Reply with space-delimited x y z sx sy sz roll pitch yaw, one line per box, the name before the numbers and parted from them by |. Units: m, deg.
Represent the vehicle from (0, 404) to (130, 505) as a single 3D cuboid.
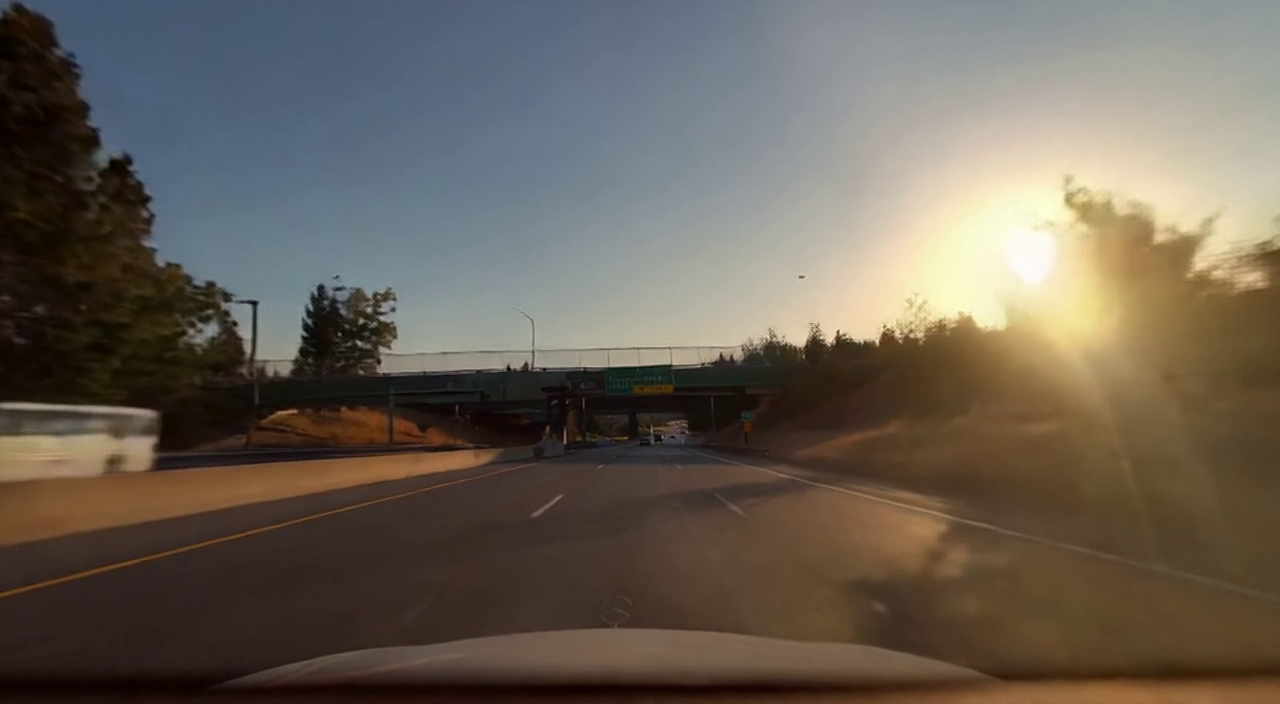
vehicle | -14.242 2.170 13.291 2.360 2.041 5.367 -1 -8 0
